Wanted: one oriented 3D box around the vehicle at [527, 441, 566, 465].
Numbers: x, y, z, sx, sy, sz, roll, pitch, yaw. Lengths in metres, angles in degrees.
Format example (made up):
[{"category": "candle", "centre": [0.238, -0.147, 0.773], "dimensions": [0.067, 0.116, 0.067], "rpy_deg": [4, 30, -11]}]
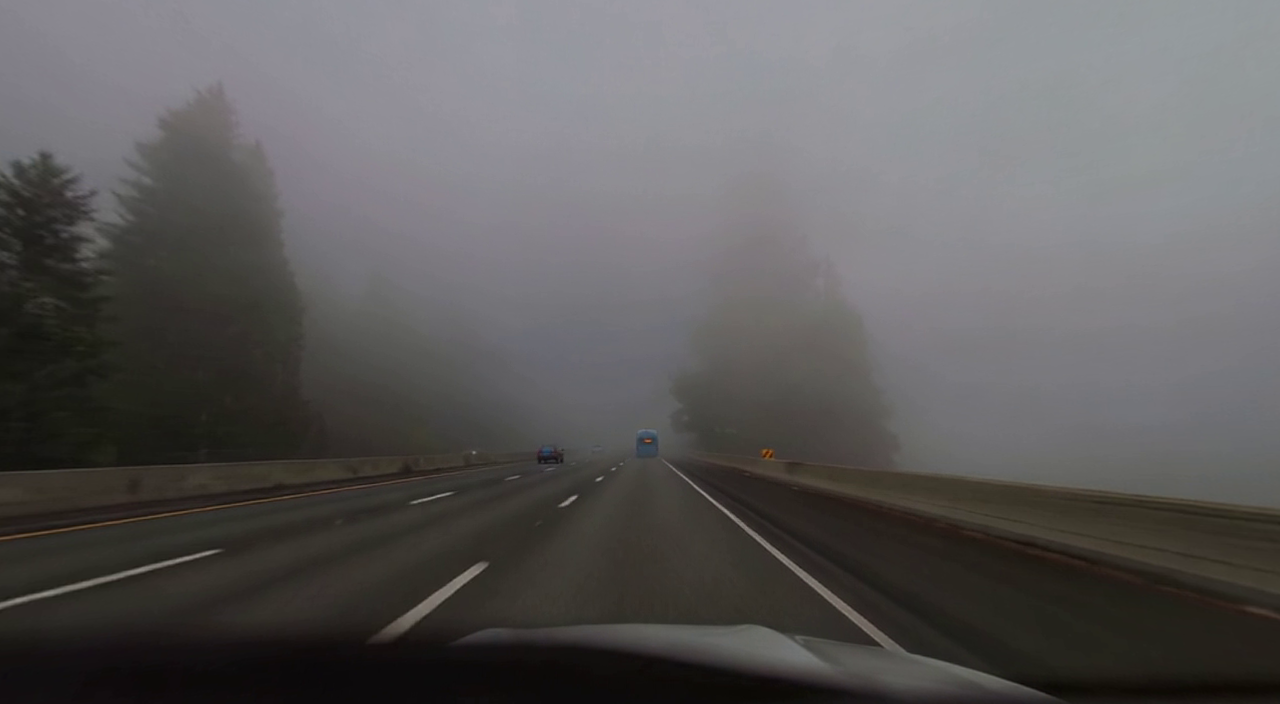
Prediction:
[{"category": "vehicle", "centre": [-6.835, 7.452, 46.596], "dimensions": [2.080, 1.674, 4.660], "rpy_deg": [0, -8, 2]}]
